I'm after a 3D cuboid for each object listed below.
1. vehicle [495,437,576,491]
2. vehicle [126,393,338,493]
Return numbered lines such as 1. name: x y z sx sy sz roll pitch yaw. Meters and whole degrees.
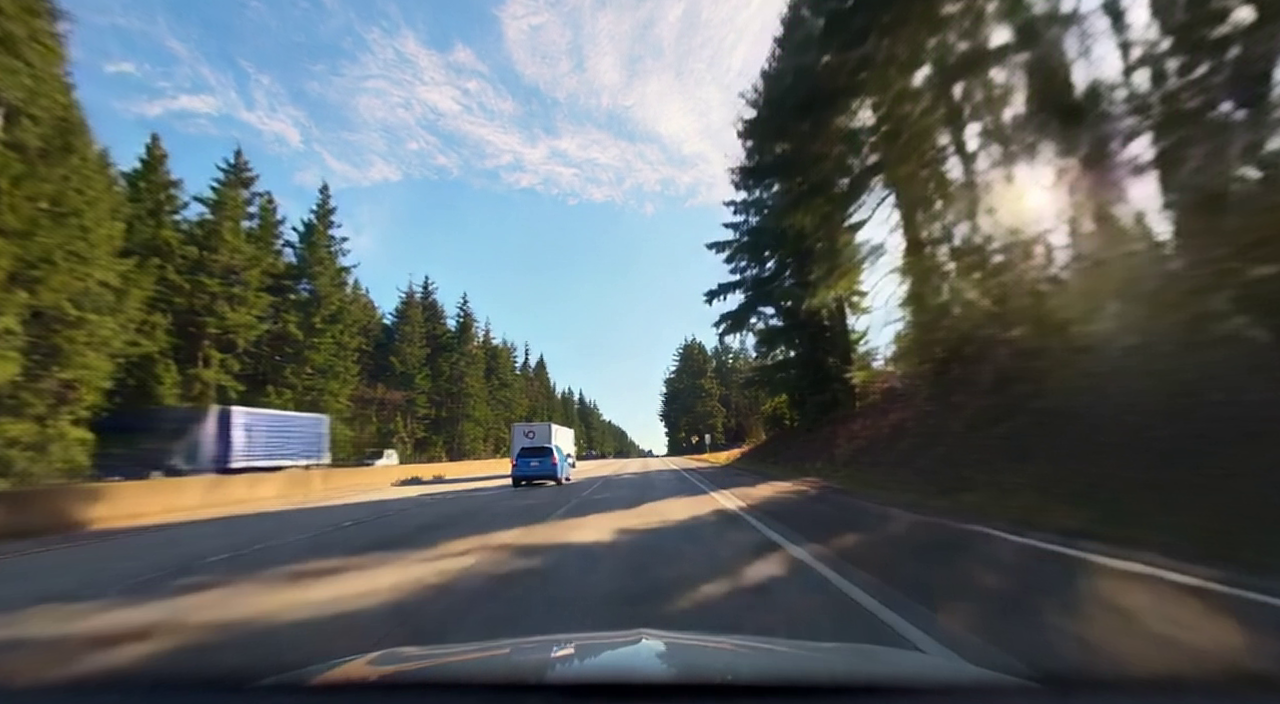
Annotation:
1. vehicle: -3.672 4.012 22.932 2.084 1.752 4.479 0 -9 2
2. vehicle: -17.718 4.152 28.496 3.218 3.782 9.130 0 -9 1
